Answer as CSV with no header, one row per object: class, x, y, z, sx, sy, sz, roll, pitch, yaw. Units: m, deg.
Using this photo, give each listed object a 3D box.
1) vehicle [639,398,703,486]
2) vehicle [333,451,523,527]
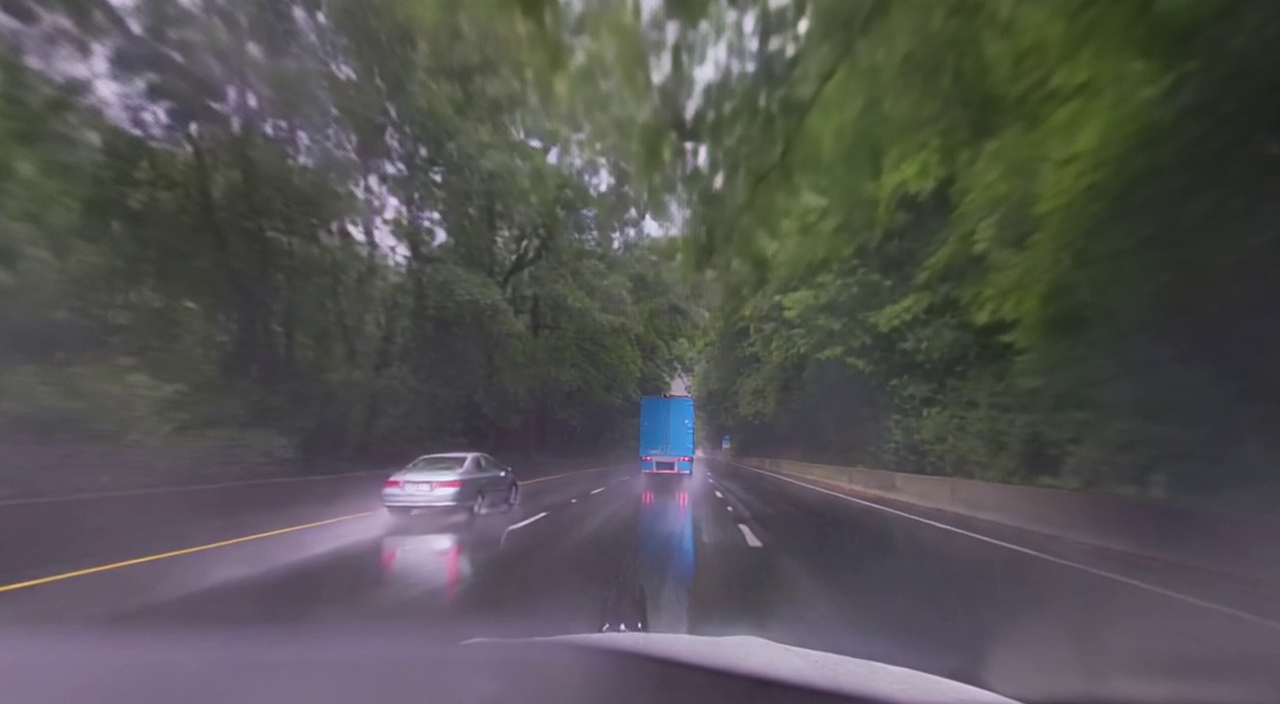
vehicle,1.799,4.717,32.633,2.821,3.878,8.925,-1,-9,6
vehicle,-4.314,2.867,13.915,2.133,1.358,4.870,-1,-9,5
